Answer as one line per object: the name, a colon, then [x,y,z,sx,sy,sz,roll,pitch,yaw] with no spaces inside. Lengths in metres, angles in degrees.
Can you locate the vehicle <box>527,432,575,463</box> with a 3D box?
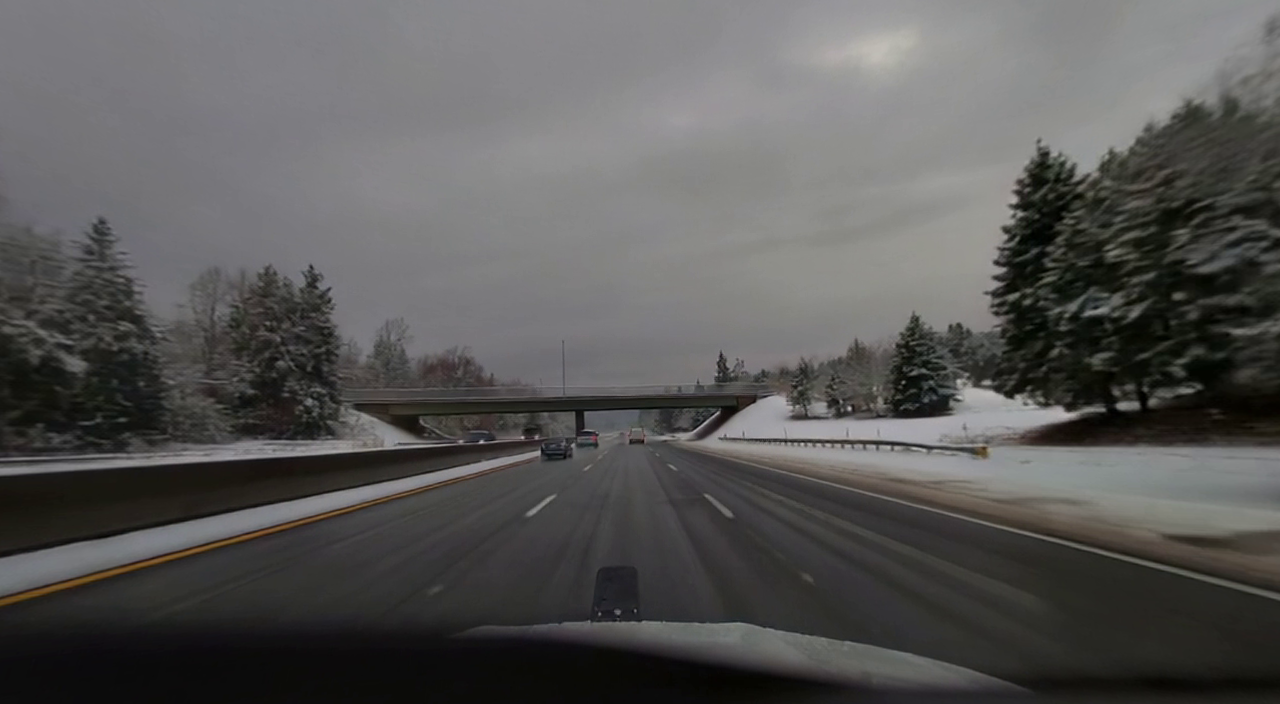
vehicle: [-4.476,4.856,32.237,1.933,1.473,4.023,0,-8,-1]

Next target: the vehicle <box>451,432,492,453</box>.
vehicle: [-13.292,7.138,49.979,1.994,1.594,4.817,0,-8,0]
